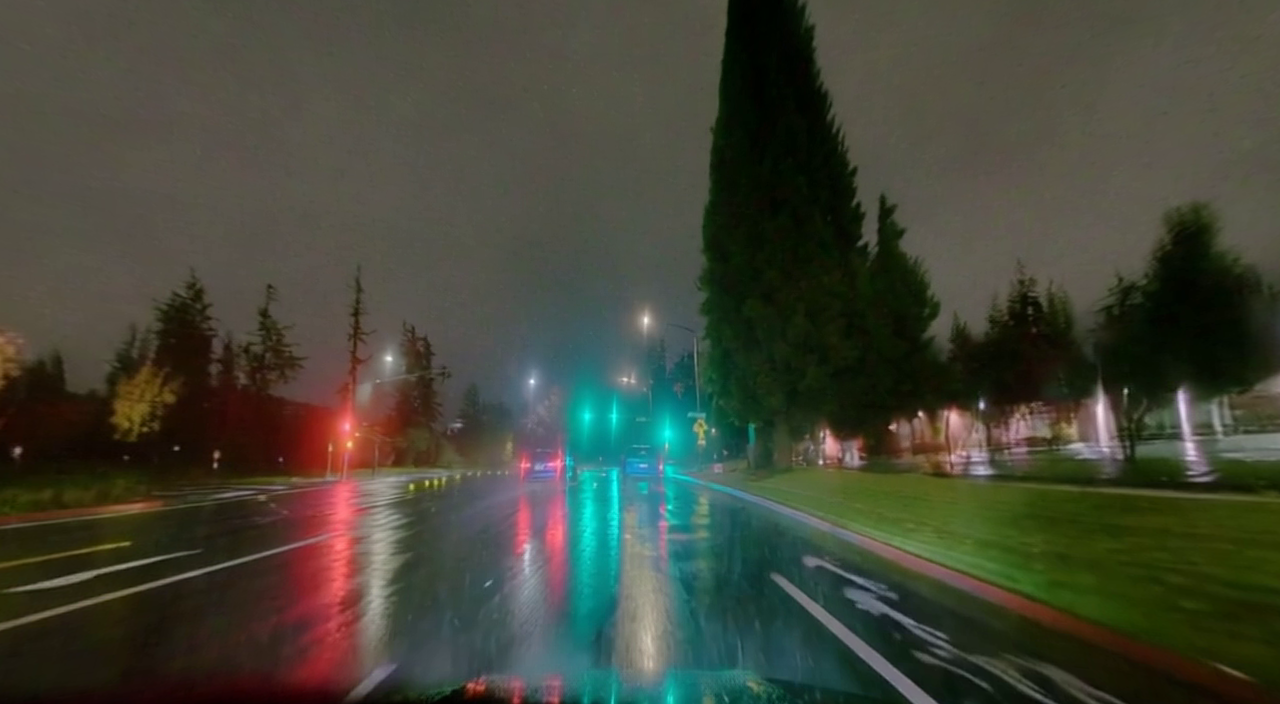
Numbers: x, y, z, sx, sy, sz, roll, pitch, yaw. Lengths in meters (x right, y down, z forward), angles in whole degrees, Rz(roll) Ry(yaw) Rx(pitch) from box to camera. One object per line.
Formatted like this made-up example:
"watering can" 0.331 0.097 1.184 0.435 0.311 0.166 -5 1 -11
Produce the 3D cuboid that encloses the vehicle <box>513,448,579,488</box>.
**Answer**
"vehicle" -3.732 4.652 25.655 2.036 1.447 4.044 0 -8 0

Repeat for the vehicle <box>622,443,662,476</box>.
"vehicle" 0.029 6.262 37.076 2.215 1.799 4.426 0 -8 -1
